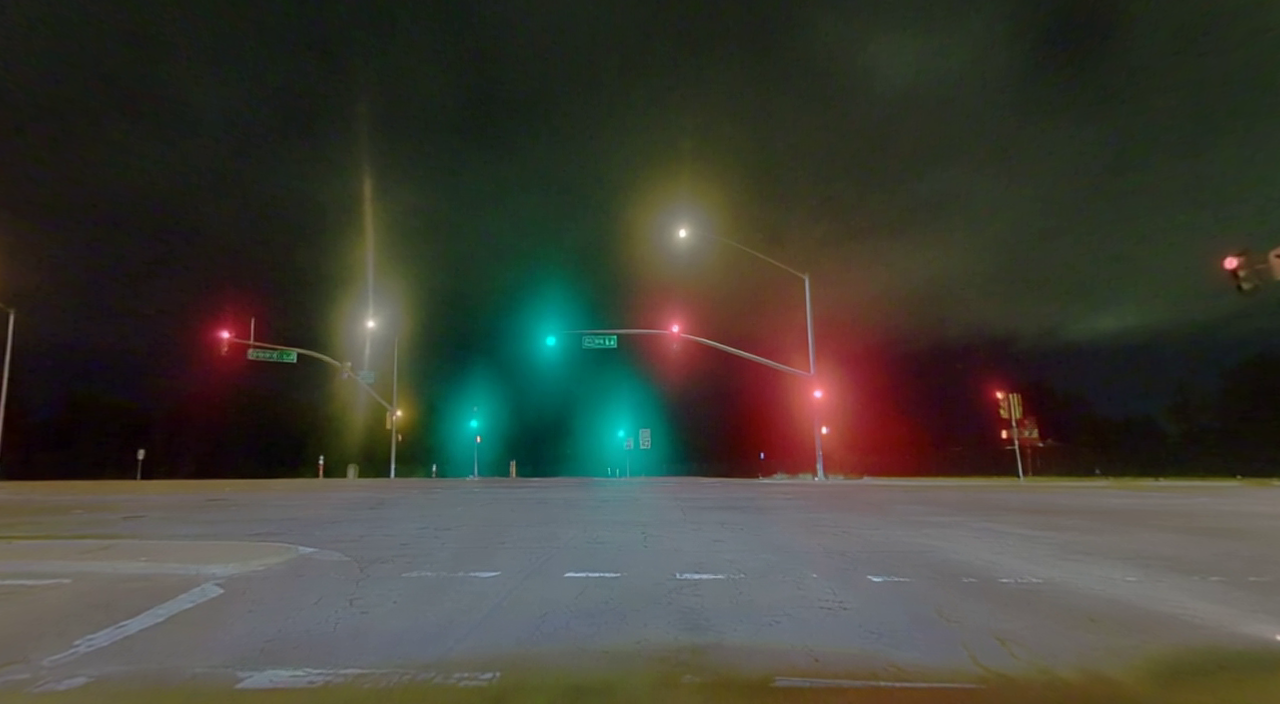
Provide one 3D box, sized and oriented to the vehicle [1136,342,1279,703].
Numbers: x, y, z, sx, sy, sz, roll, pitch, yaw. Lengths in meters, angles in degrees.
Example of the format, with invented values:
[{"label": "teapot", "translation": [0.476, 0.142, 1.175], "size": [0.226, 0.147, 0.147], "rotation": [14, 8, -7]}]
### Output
[{"label": "vehicle", "translation": [3.052, 0.560, 0.503], "size": [1.938, 1.648, 4.211], "rotation": [-1, -8, 2]}]
